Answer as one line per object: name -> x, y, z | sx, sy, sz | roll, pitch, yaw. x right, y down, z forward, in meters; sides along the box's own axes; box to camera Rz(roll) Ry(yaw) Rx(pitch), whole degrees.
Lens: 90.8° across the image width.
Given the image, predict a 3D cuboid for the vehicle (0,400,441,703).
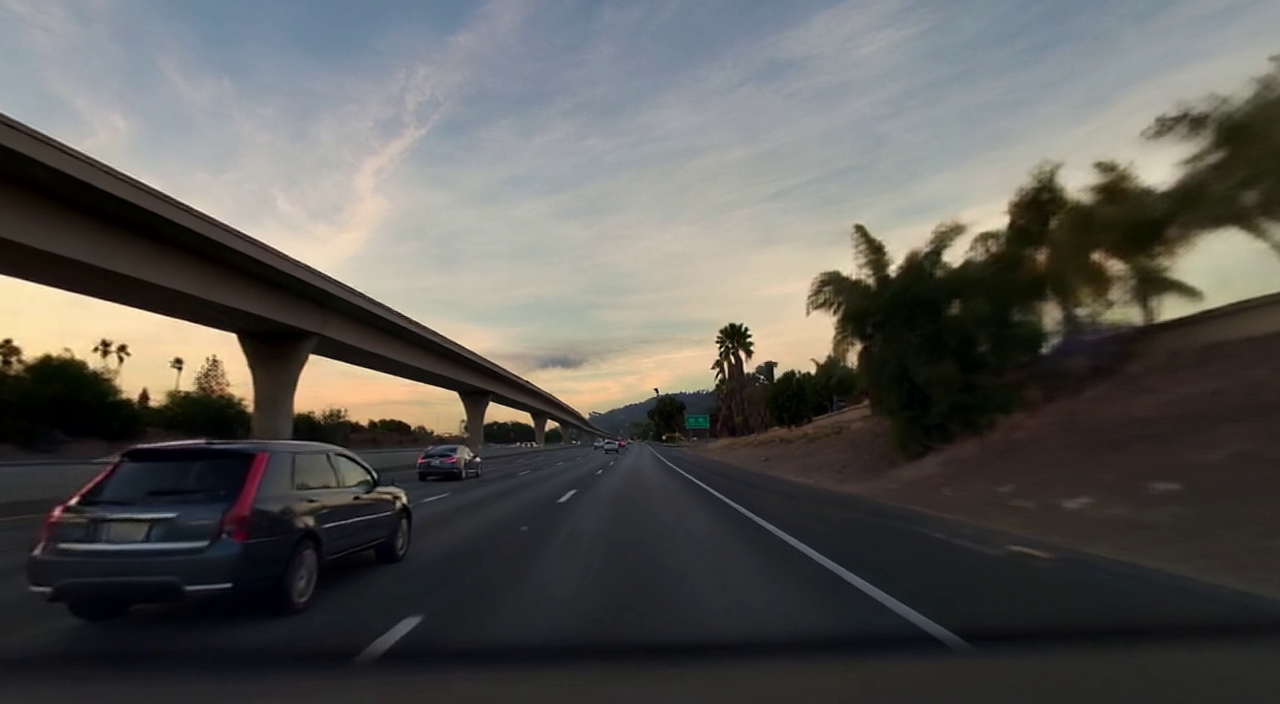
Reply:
vehicle -> -3.294, 1.292, 4.922 | 1.978, 1.499, 4.695 | 0, -8, 0
